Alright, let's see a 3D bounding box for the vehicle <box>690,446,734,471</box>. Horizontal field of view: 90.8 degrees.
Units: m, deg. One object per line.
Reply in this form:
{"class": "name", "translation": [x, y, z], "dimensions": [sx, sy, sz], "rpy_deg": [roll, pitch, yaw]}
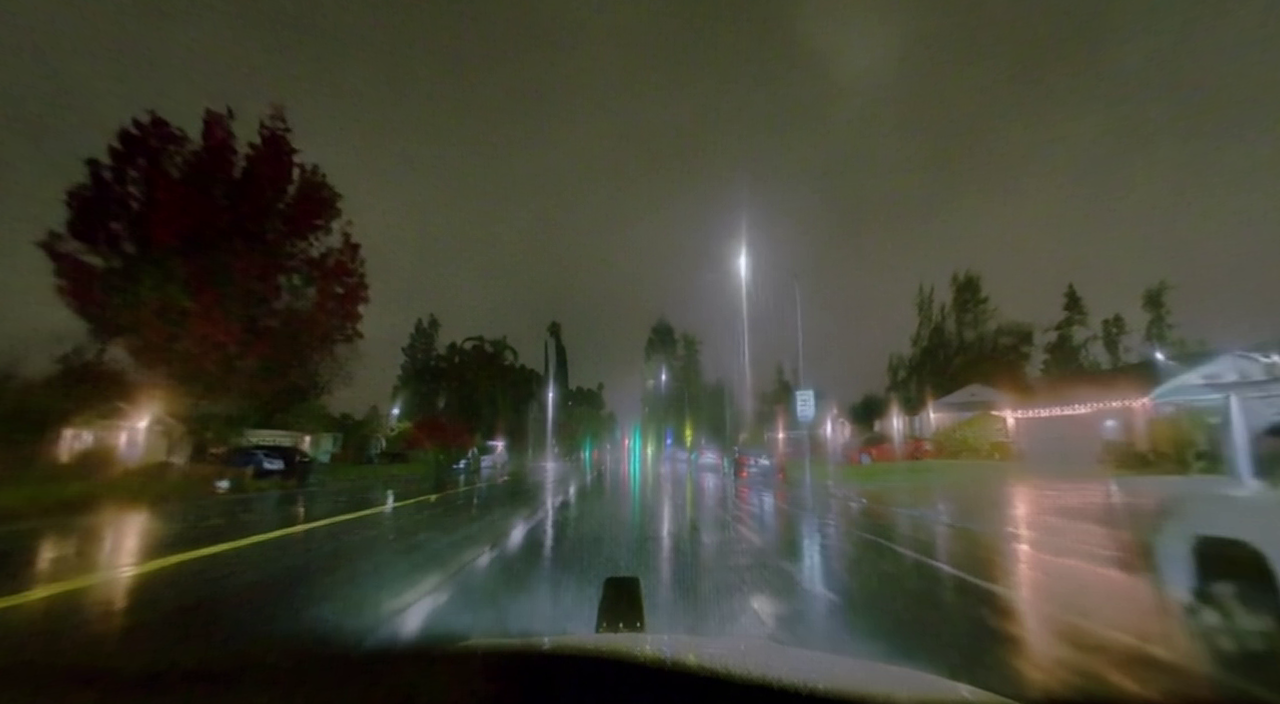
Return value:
{"class": "vehicle", "translation": [4.559, 6.861, 40.870], "dimensions": [2.035, 1.498, 4.910], "rpy_deg": [0, -9, -3]}

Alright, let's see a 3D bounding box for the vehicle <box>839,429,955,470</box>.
{"class": "vehicle", "translation": [12.676, 4.868, 31.440], "dimensions": [4.850, 1.610, 1.980], "rpy_deg": [-4, -9, 3]}

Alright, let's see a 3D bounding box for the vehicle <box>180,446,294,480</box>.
{"class": "vehicle", "translation": [-21.008, 5.781, 33.049], "dimensions": [4.534, 1.536, 1.952], "rpy_deg": [2, -8, 0]}

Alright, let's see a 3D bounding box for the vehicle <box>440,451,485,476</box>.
{"class": "vehicle", "translation": [-12.787, 8.054, 45.822], "dimensions": [1.925, 1.498, 4.850], "rpy_deg": [-5, -8, -1]}

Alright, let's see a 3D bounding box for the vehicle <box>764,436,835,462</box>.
{"class": "vehicle", "translation": [12.391, 7.554, 49.305], "dimensions": [4.825, 1.675, 2.184], "rpy_deg": [-3, -7, -2]}

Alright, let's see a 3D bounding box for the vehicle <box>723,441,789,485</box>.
{"class": "vehicle", "translation": [4.704, 4.608, 26.305], "dimensions": [1.934, 1.546, 5.009], "rpy_deg": [3, -10, 2]}
